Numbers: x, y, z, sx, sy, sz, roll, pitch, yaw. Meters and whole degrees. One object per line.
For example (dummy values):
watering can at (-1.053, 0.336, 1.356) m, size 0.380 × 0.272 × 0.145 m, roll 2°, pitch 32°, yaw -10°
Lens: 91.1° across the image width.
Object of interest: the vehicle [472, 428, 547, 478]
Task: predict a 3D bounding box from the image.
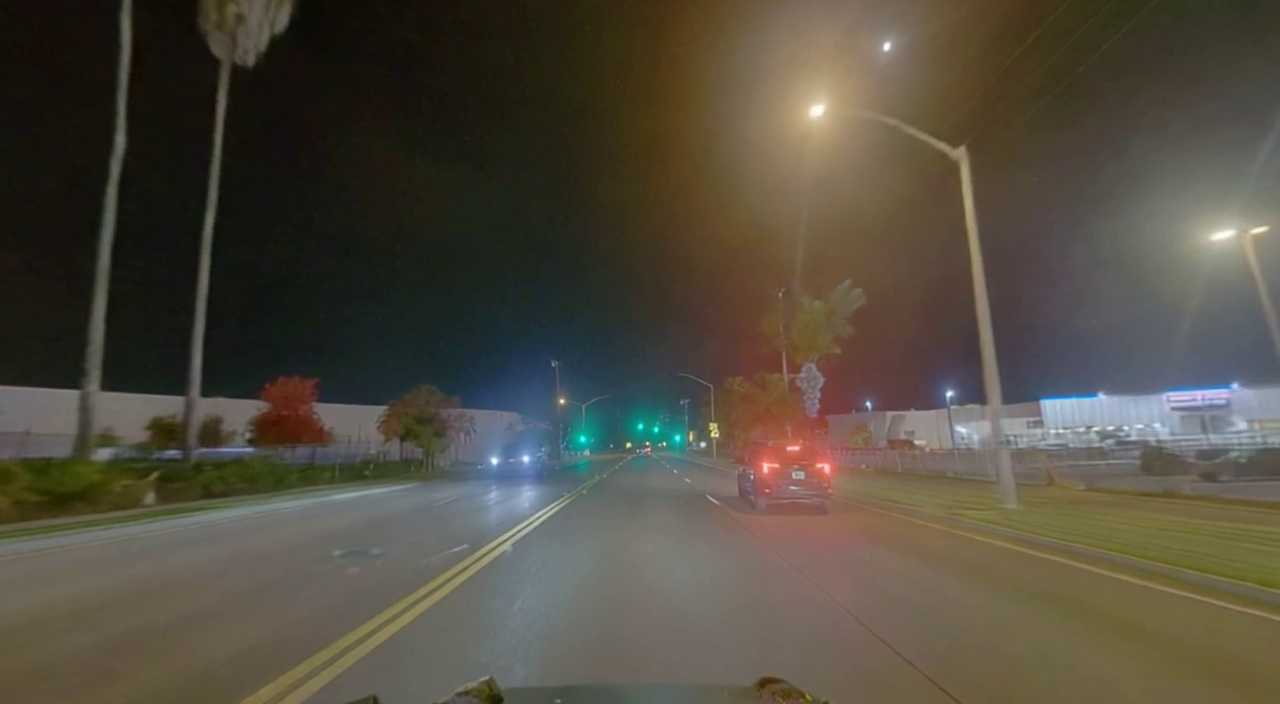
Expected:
vehicle at (-6.565, 5.169, 32.441) m, size 2.538 × 2.287 × 6.052 m, roll 0°, pitch -8°, yaw 0°

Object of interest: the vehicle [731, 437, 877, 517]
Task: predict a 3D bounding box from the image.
vehicle at (3.591, 2.824, 14.779) m, size 2.148 × 1.562 × 4.642 m, roll 0°, pitch -8°, yaw 0°

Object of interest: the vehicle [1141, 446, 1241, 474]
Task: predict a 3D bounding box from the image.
vehicle at (32.683, 6.380, 37.432) m, size 1.851 × 1.522 × 4.665 m, roll -1°, pitch -8°, yaw 3°

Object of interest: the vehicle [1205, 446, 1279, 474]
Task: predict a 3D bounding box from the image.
vehicle at (35.840, 6.253, 36.679) m, size 1.784 × 1.509 × 4.273 m, roll 0°, pitch -8°, yaw 2°
